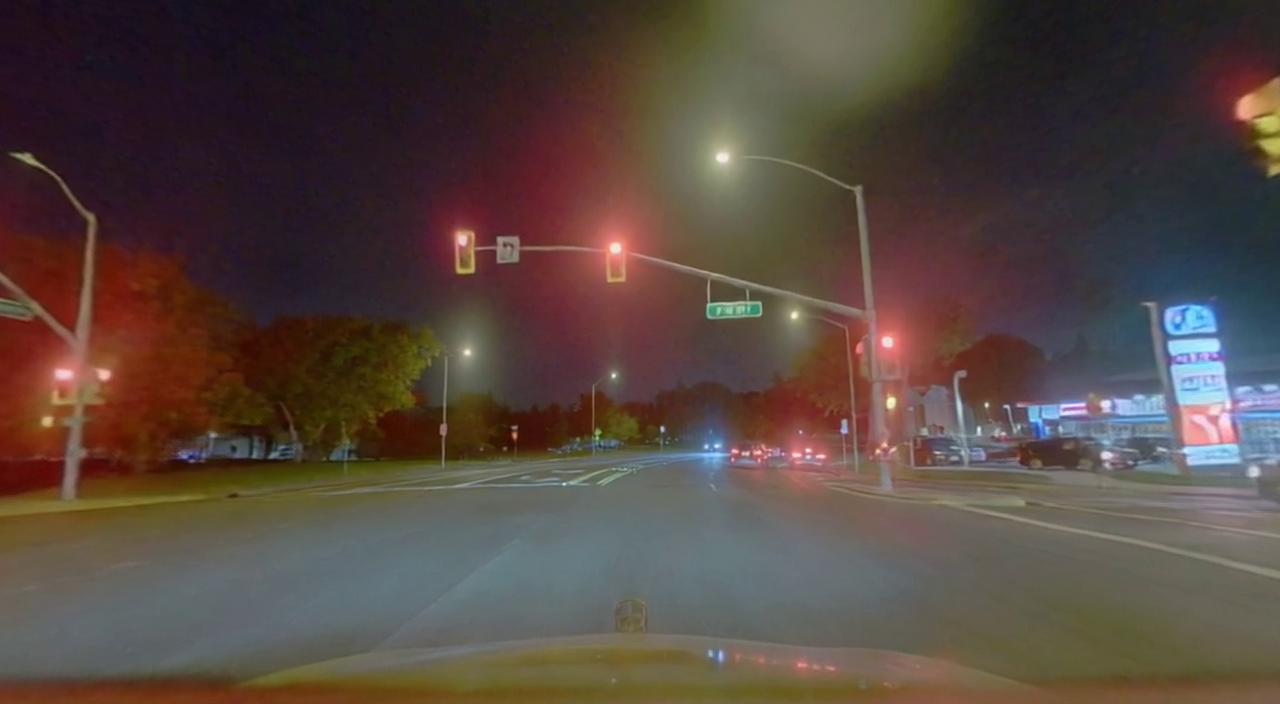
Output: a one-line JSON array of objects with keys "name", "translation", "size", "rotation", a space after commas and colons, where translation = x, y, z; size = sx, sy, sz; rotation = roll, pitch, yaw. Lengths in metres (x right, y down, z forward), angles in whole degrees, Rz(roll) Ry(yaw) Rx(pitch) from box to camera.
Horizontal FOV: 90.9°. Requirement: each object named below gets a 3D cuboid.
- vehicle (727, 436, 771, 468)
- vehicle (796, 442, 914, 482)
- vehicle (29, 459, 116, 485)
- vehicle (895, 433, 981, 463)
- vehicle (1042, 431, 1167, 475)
[{"name": "vehicle", "translation": [6.310, 5.722, 36.209], "size": [2.311, 1.715, 4.287], "rotation": [-2, -9, 11]}, {"name": "vehicle", "translation": [8.741, 4.508, 26.081], "size": [1.938, 1.466, 4.434], "rotation": [4, -10, -28]}, {"name": "vehicle", "translation": [-34.898, 7.342, 38.881], "size": [1.702, 1.407, 4.019], "rotation": [0, -9, -2]}, {"name": "vehicle", "translation": [18.906, 6.119, 40.247], "size": [4.557, 1.825, 2.350], "rotation": [-3, -9, 15]}, {"name": "vehicle", "translation": [20.668, 4.472, 28.064], "size": [4.707, 1.790, 2.357], "rotation": [4, -9, -24]}]
